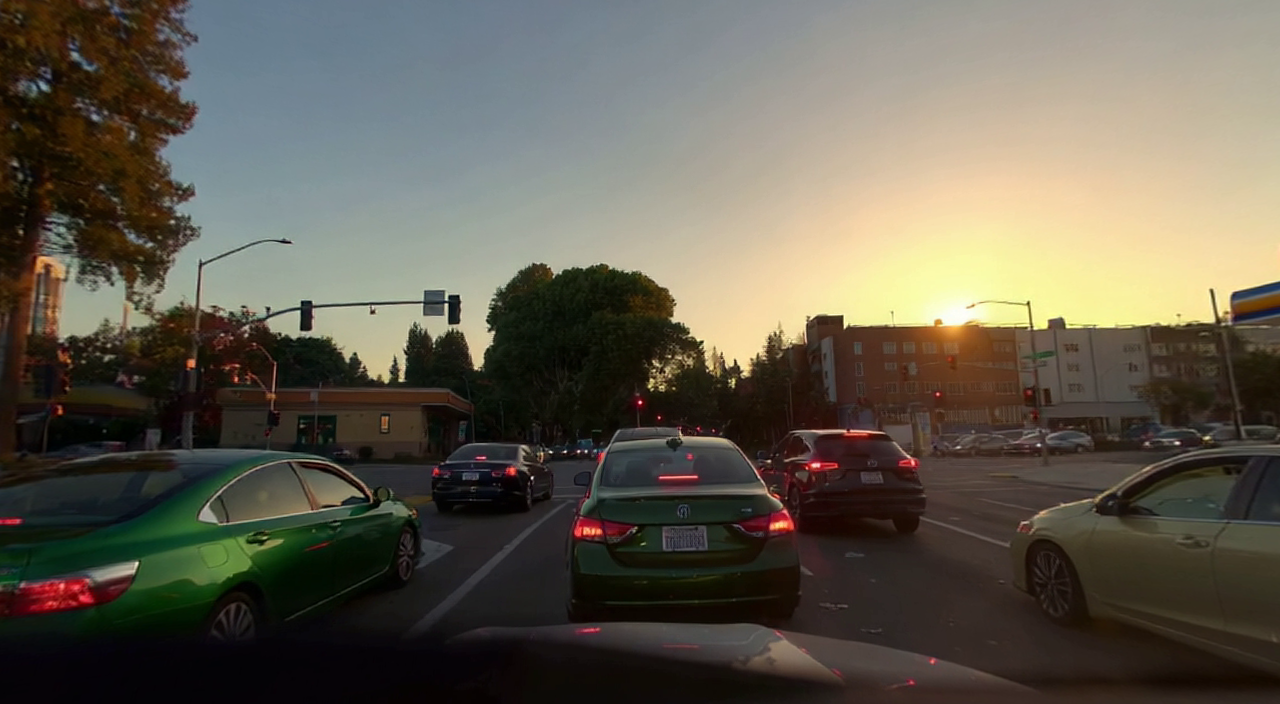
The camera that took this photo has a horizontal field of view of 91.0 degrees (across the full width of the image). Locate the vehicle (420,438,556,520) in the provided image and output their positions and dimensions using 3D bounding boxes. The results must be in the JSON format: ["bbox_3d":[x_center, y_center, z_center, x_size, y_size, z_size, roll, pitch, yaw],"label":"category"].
[{"bbox_3d":[-3.078,2.648,13.708,1.867,1.474,4.237,0,-9,1],"label":"vehicle"}]

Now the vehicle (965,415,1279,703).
[{"bbox_3d":[4.174,1.136,3.610,1.950,1.497,4.686,0,-9,-3],"label":"vehicle"}]

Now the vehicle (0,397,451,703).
[{"bbox_3d":[-3.013,1.249,4.613,1.887,1.493,4.255,0,-9,1],"label":"vehicle"}]

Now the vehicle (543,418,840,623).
[{"bbox_3d":[0.330,1.586,6.940,2.220,1.507,4.317,0,-9,-2],"label":"vehicle"}]

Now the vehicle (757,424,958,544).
[{"bbox_3d":[3.378,2.132,10.793,1.947,1.630,4.127,0,-9,0],"label":"vehicle"}]
